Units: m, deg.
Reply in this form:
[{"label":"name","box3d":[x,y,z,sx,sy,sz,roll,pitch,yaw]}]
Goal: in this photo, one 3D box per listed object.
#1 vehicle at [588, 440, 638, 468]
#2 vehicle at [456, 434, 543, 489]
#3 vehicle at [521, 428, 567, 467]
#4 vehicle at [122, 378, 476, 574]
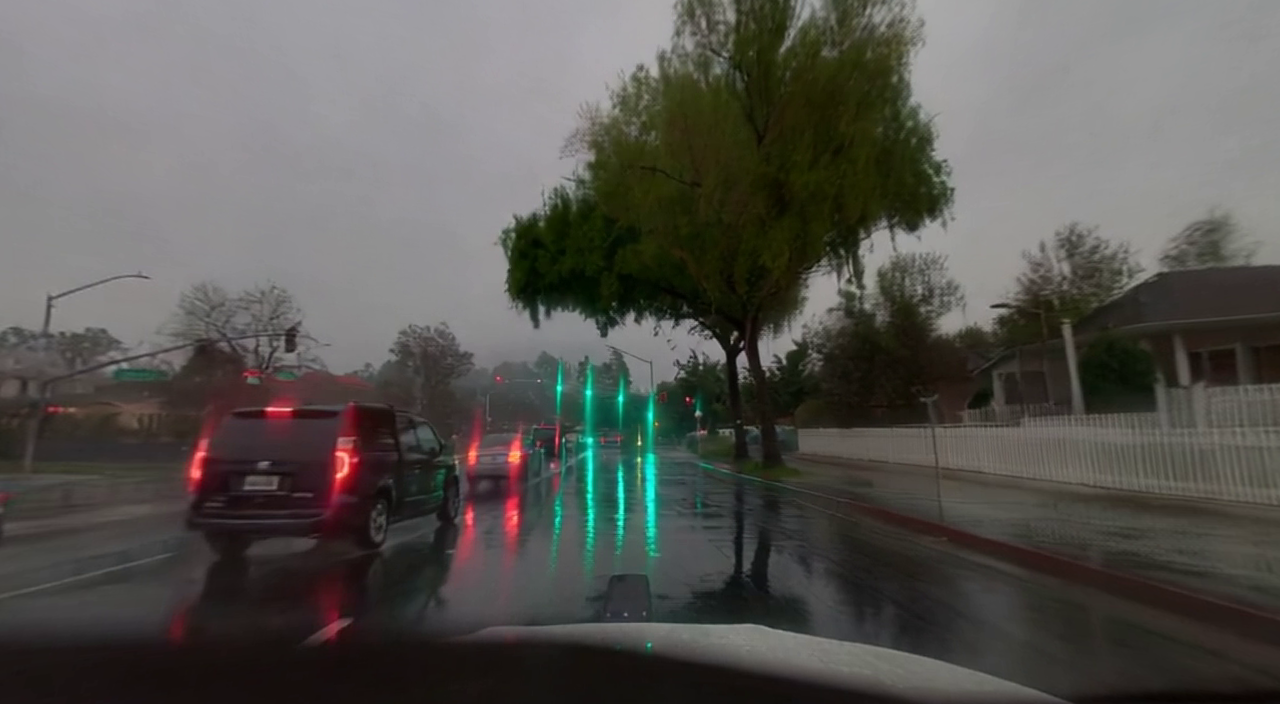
[{"label":"vehicle","box3d":[-1.356,4.768,29.761,2.131,1.222,3.868,0,-8,-6]},{"label":"vehicle","box3d":[-4.077,3.221,18.947,1.709,1.425,4.337,-1,-8,-1]},{"label":"vehicle","box3d":[-5.007,5.006,33.369,2.032,1.852,4.571,-1,-8,-4]},{"label":"vehicle","box3d":[-3.998,1.556,8.719,2.144,1.877,4.899,-1,-8,0]}]
